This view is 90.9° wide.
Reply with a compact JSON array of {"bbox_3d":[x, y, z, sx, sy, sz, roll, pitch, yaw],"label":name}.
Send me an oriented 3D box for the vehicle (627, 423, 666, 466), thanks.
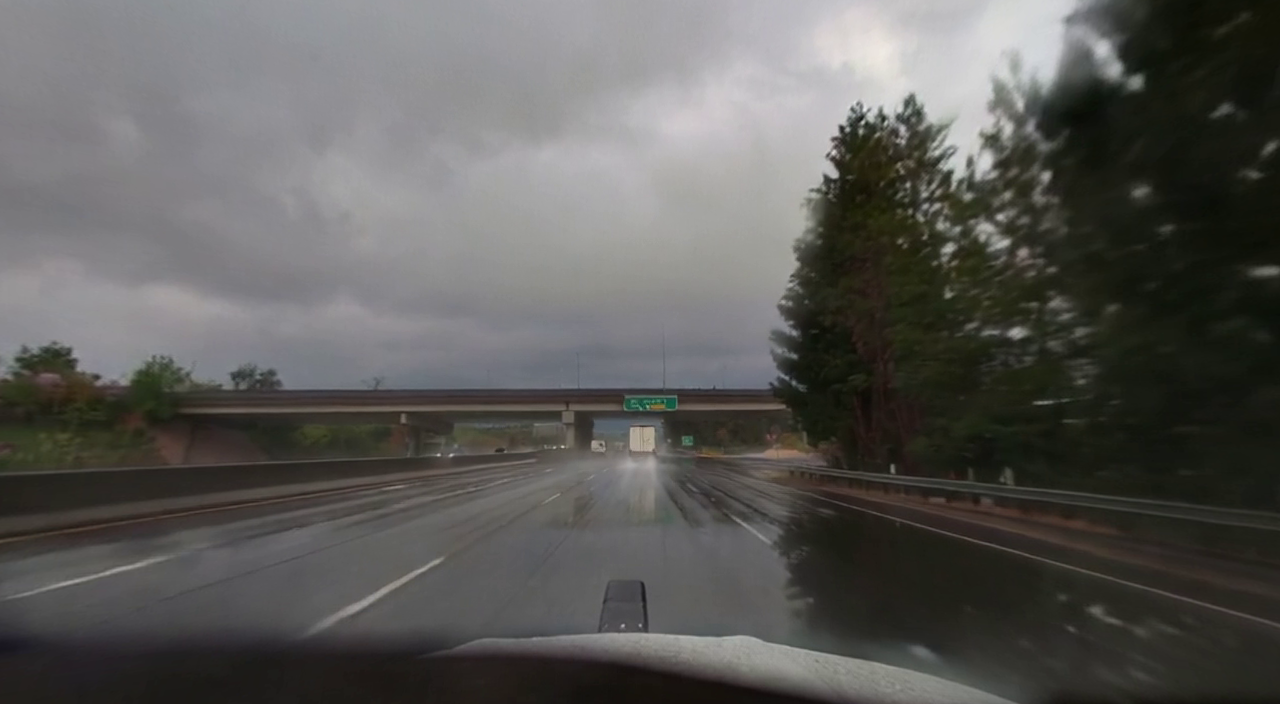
[{"bbox_3d":[0.403,7.284,49.521,2.790,3.075,7.414,0,-9,-2],"label":"vehicle"}]
